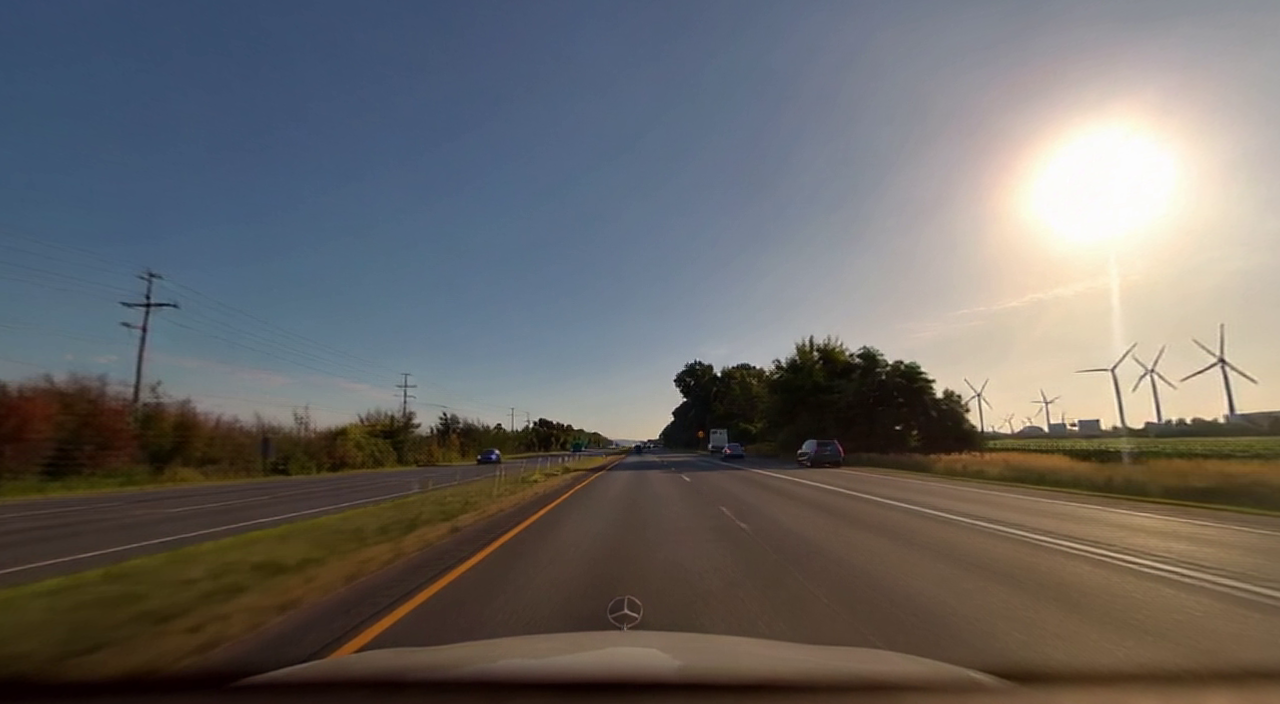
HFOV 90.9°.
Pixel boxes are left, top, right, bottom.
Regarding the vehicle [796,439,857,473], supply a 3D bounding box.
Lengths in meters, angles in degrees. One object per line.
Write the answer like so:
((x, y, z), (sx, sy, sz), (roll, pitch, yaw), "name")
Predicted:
((9.957, 5.574, 34.008), (1.897, 1.669, 4.825), (0, -9, 1), "vehicle")
